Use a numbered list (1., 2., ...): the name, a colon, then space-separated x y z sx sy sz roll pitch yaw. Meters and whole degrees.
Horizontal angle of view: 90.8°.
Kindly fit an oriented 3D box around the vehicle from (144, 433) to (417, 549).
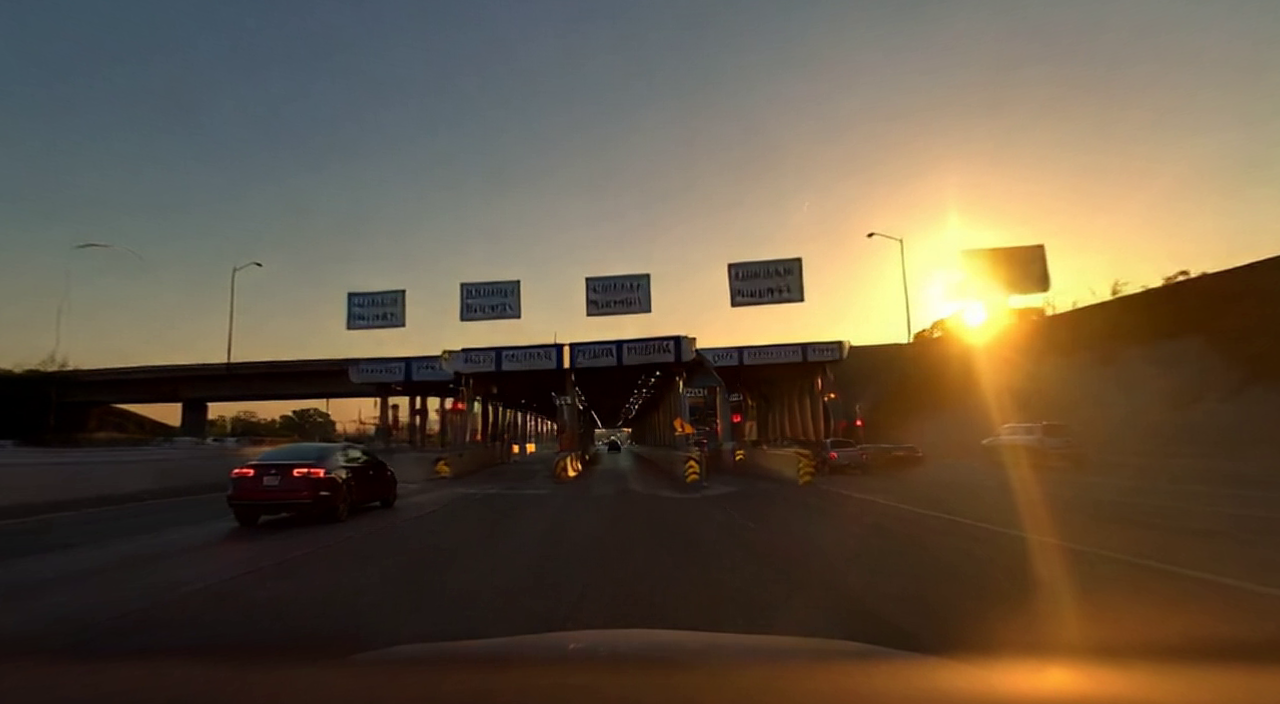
1. vehicle: -5.379 2.104 10.312 1.981 1.465 4.334 0 -8 -1
